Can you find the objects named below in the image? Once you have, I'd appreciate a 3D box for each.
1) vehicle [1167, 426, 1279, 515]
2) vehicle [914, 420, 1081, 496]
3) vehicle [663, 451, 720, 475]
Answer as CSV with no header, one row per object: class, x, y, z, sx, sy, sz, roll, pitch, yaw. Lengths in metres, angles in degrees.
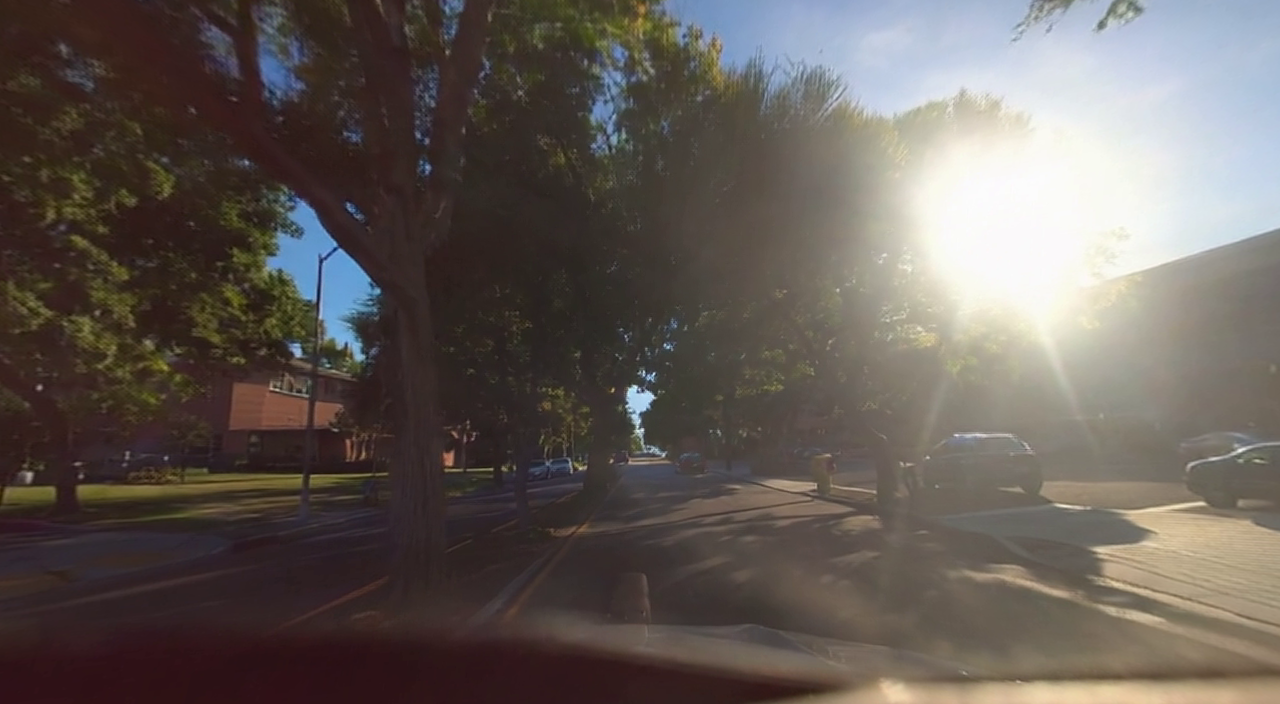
vehicle,12.178,2.070,11.054,1.903,1.528,4.374,0,-9,-3
vehicle,9.795,3.046,17.845,2.018,1.840,4.662,-1,-11,1
vehicle,3.876,8.525,48.360,2.097,1.740,4.277,6,-11,-34
